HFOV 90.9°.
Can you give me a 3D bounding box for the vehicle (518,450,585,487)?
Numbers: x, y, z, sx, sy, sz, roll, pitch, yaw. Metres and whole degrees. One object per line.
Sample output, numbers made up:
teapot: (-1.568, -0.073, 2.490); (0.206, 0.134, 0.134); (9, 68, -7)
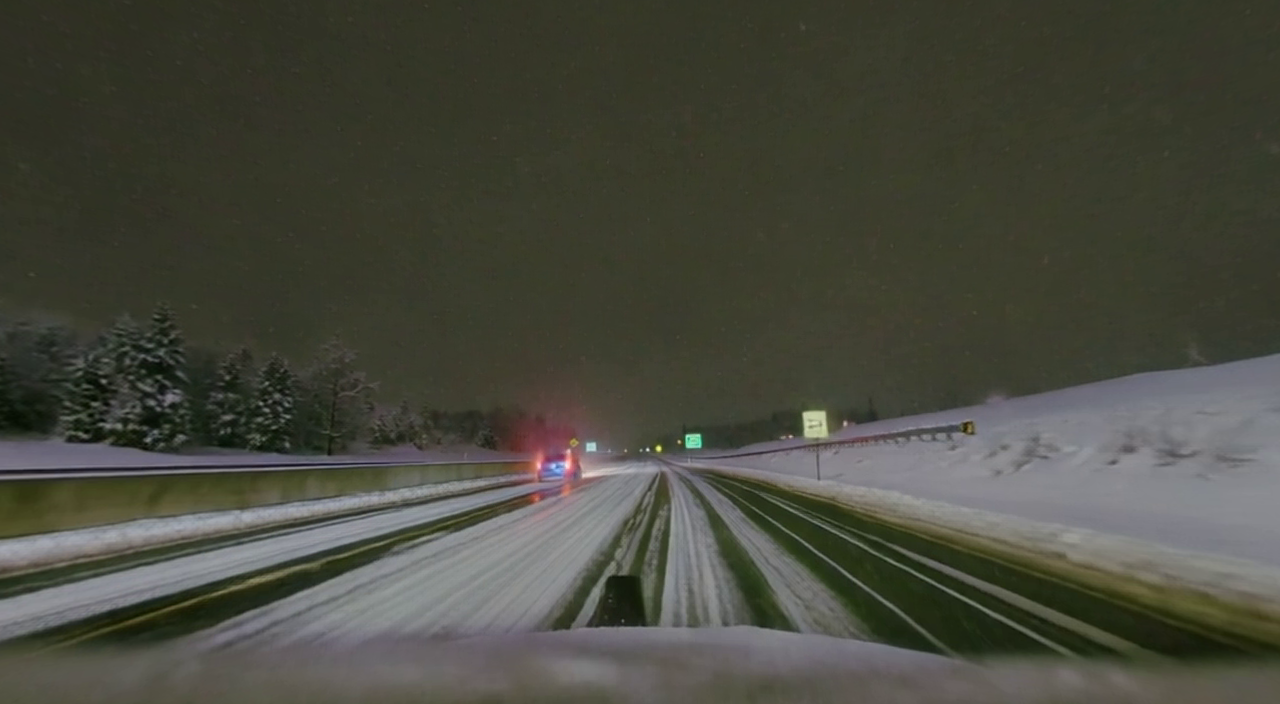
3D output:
vehicle: (-4.059, 5.431, 29.768); (2.172, 1.587, 4.518); (-1, -9, 5)
